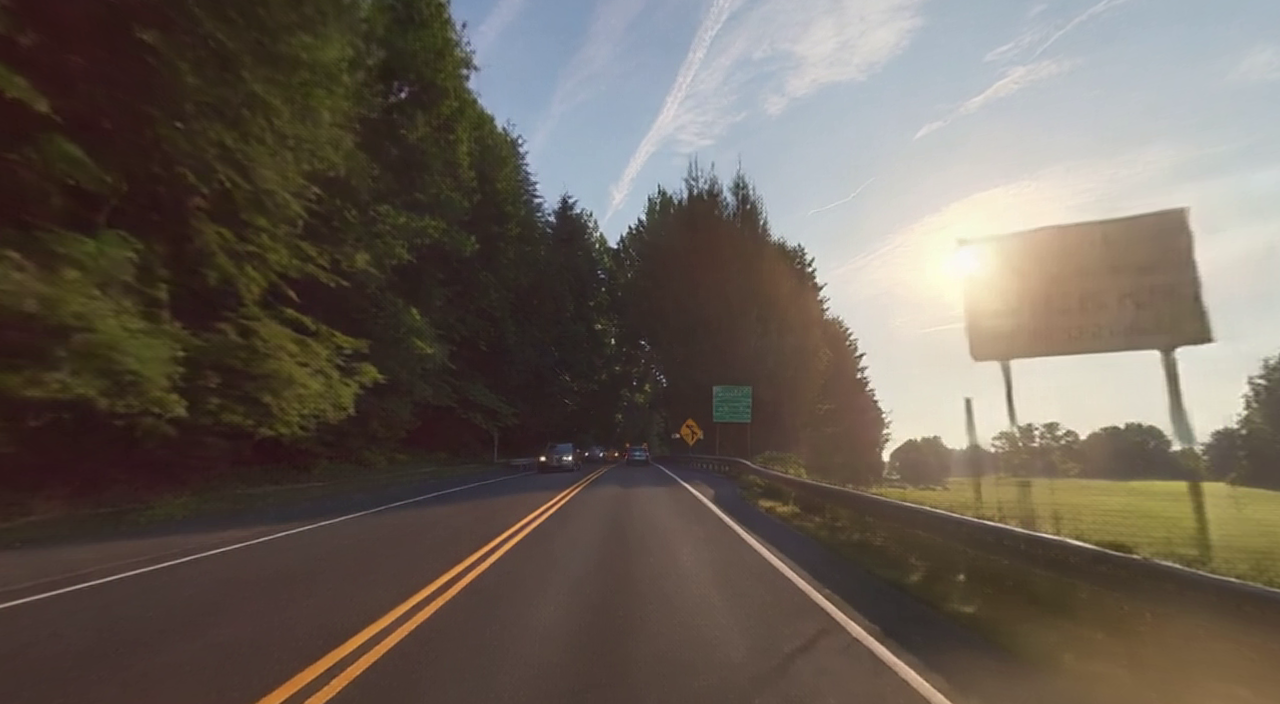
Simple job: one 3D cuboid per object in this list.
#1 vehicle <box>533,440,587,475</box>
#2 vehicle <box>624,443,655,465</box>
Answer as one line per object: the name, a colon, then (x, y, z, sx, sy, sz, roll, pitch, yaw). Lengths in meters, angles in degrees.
vehicle: (-3.827, 5.098, 30.762, 1.987, 1.526, 4.205, 0, -8, 1)
vehicle: (-0.055, 7.271, 45.265, 2.067, 1.486, 3.861, 0, -8, 0)
